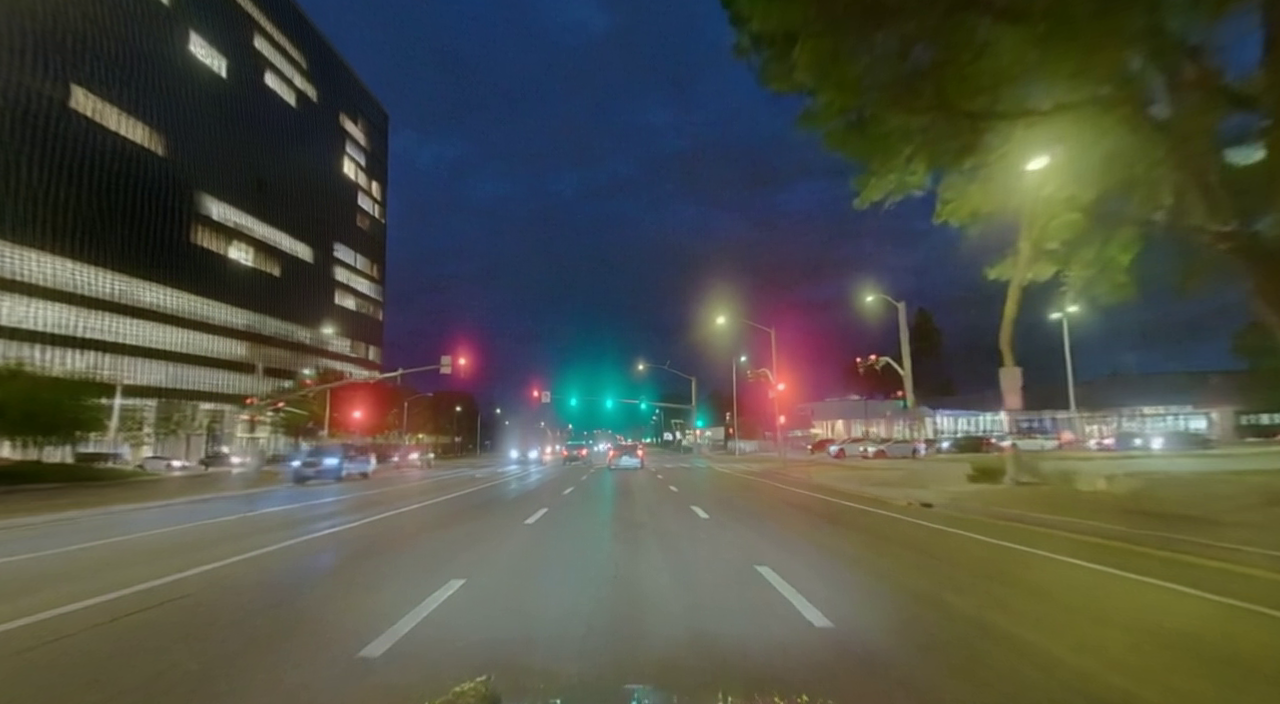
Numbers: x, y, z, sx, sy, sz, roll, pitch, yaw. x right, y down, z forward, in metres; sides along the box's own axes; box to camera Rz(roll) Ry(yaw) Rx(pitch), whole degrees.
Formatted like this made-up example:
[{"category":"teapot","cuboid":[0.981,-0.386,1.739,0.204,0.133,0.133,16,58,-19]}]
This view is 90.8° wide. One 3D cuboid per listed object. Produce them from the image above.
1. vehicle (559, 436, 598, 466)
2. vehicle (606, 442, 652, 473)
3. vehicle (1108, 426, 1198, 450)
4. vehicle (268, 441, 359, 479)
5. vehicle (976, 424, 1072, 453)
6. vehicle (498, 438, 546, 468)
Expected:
[{"category":"vehicle","cuboid":[-3.847,6.304,40.303,2.001,1.784,4.483,0,-8,0]},{"category":"vehicle","cuboid":[-0.554,5.057,30.546,2.050,1.385,4.096,0,-8,-2]},{"category":"vehicle","cuboid":[37.058,6.217,45.755,4.557,1.493,1.919,-5,-6,16]},{"category":"vehicle","cuboid":[-15.208,5.035,29.720,1.890,1.638,4.462,0,-8,0]},{"category":"vehicle","cuboid":[28.730,6.500,47.437,5.696,1.795,1.856,-5,-6,14]},{"category":"vehicle","cuboid":[-6.777,5.860,36.823,1.937,1.659,4.259,0,-8,0]}]
